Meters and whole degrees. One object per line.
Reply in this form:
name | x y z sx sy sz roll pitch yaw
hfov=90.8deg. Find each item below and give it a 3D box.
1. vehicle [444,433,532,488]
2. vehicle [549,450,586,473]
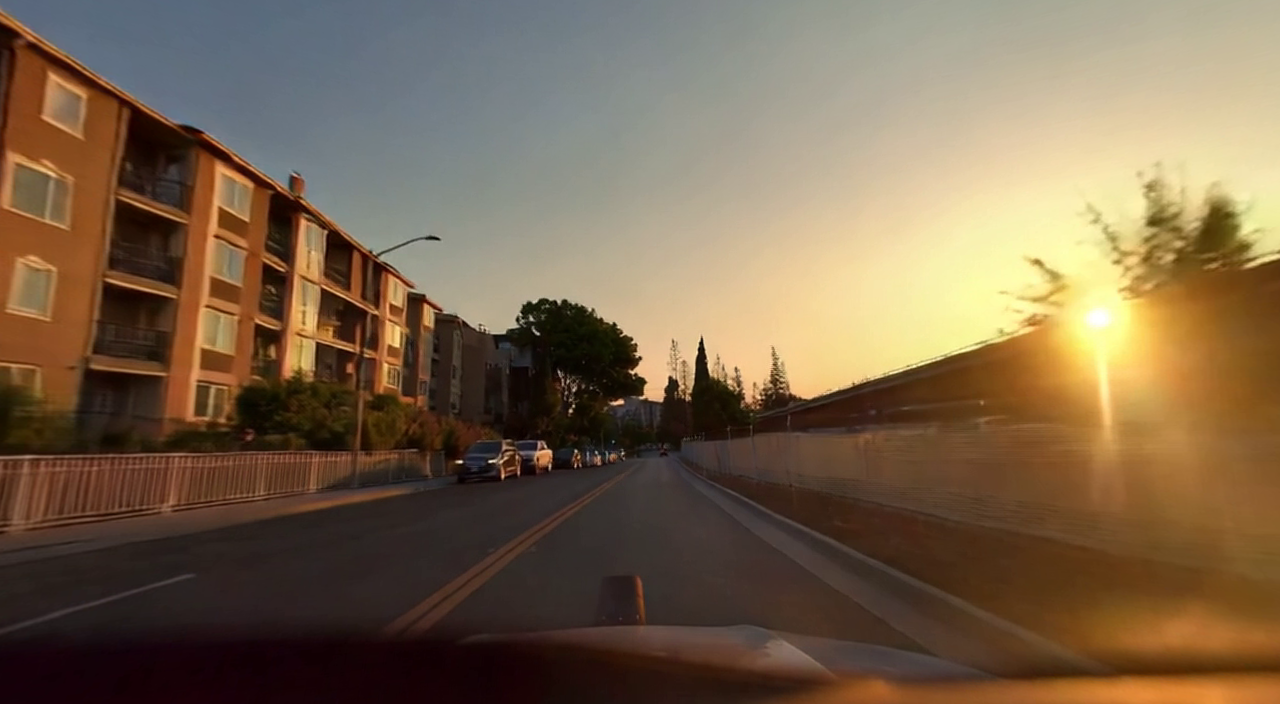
vehicle | -6.100 4.434 26.104 2.192 1.965 4.917 2 -9 2
vehicle | -5.228 7.961 46.178 1.914 1.417 4.750 2 -8 3
